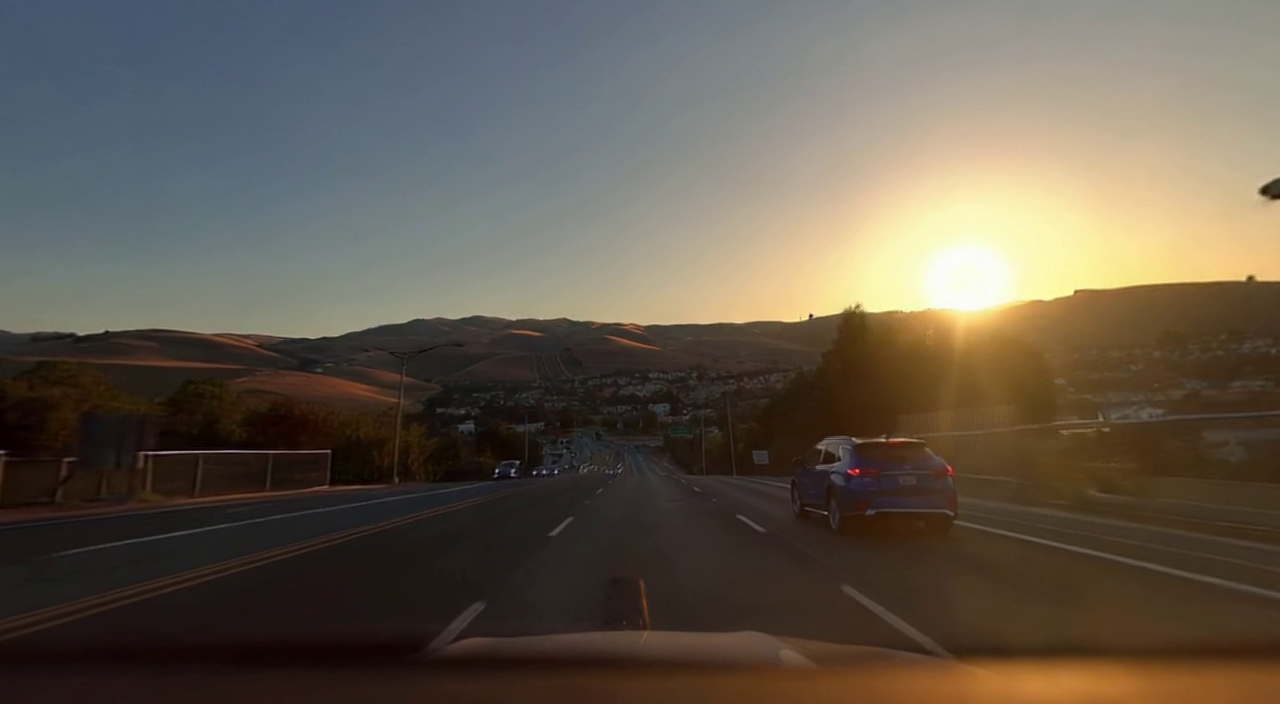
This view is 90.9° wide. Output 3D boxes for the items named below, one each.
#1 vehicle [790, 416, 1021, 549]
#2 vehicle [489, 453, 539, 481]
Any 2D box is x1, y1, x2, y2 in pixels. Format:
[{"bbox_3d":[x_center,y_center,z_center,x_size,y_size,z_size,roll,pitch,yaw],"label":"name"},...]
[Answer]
[{"bbox_3d":[4.028,2.056,10.545,1.989,1.730,4.324,-1,-9,1],"label":"vehicle"},{"bbox_3d":[-9.842,9.039,49.893,2.597,2.034,6.006,-1,-9,1],"label":"vehicle"}]
